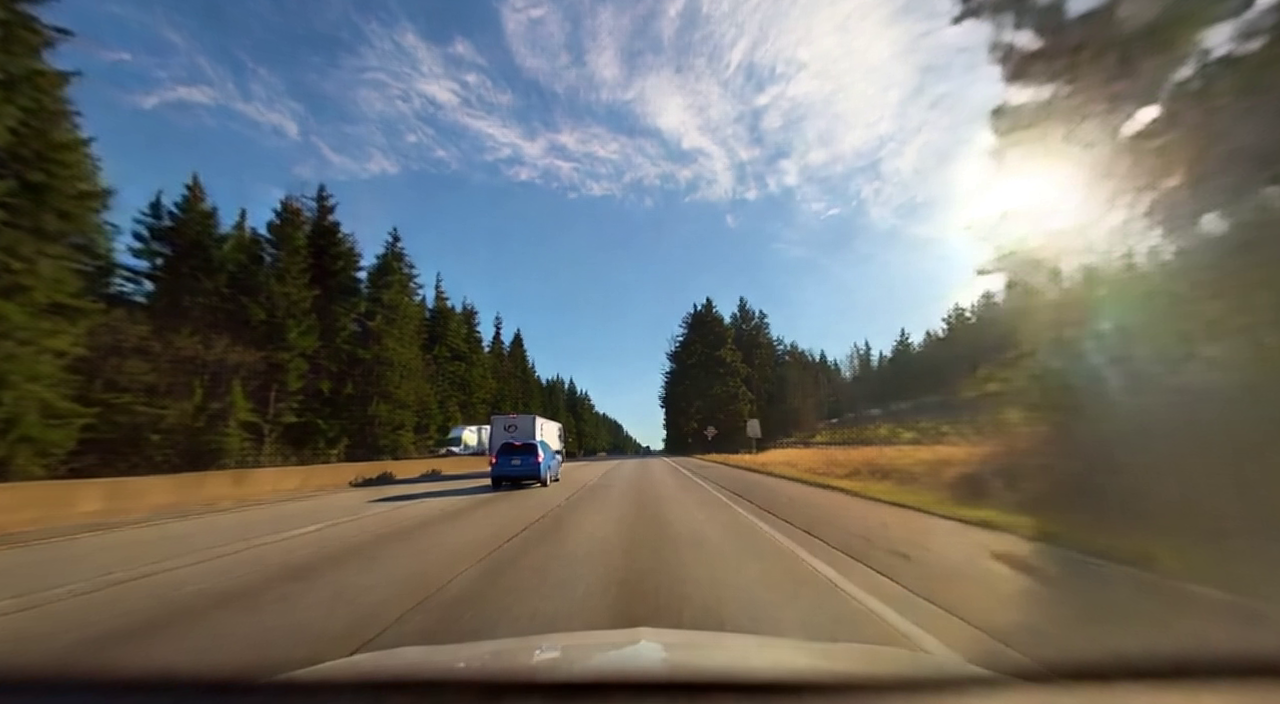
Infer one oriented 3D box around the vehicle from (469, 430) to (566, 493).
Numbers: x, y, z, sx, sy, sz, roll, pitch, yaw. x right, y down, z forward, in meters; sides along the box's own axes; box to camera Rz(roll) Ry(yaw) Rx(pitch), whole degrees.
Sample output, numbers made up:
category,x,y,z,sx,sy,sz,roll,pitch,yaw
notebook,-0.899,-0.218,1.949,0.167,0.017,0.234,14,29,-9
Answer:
category,x,y,z,sx,sy,sz,roll,pitch,yaw
vehicle,-3.716,3.405,19.952,2.084,1.752,4.479,0,-8,2
